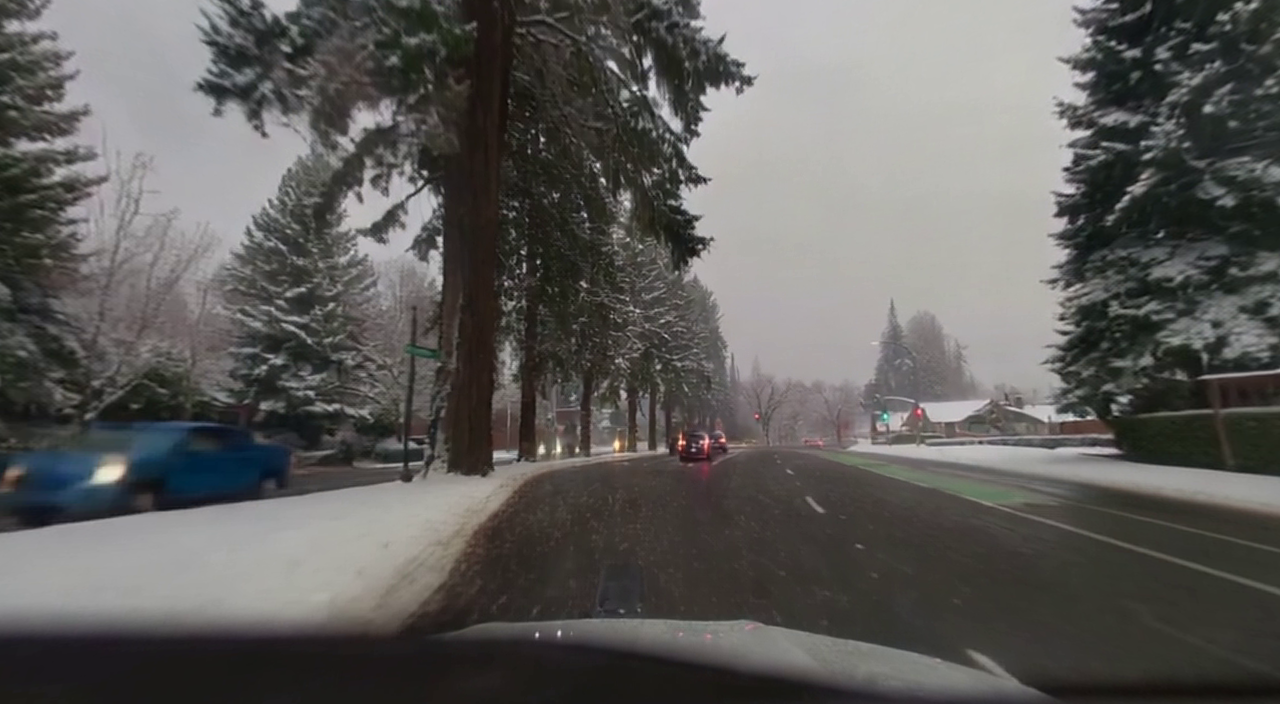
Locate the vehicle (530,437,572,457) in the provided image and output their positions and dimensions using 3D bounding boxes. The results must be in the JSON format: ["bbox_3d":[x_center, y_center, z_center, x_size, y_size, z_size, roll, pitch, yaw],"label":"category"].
[{"bbox_3d":[-6.774,7.357,48.822,1.947,1.486,4.862,-1,-9,7],"label":"vehicle"}]

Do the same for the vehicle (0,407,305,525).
[{"bbox_3d":[-9.159,2.168,12.385,2.182,1.843,4.604,-1,-9,7],"label":"vehicle"}]

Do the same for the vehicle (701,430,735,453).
[{"bbox_3d":[6.162,7.050,49.389,2.286,1.701,4.395,-2,-9,12],"label":"vehicle"}]

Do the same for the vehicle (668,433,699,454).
[{"bbox_3d":[3.431,7.178,49.356,1.923,1.498,3.887,-2,-9,12],"label":"vehicle"}]
